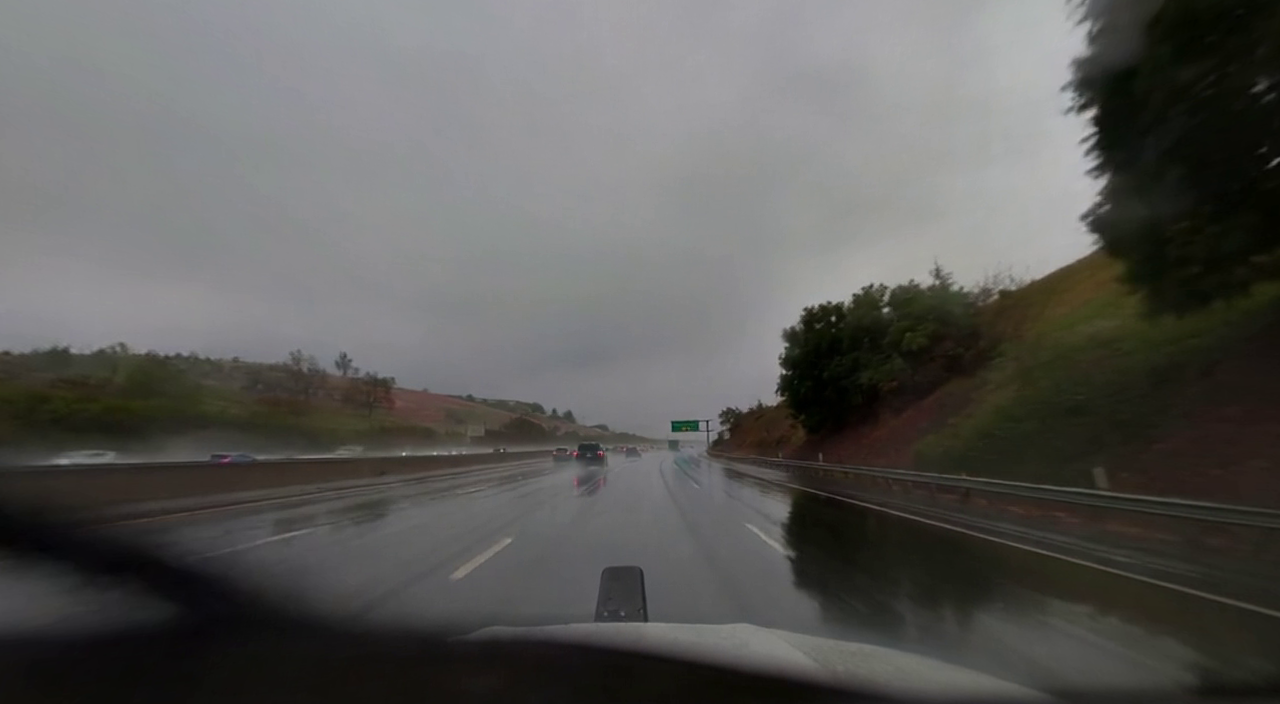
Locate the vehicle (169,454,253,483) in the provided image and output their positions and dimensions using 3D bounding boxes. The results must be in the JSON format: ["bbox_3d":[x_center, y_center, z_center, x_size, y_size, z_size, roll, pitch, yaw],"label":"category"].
[{"bbox_3d":[-27.190,7.387,40.032,2.016,1.671,4.537,-1,-9,2],"label":"vehicle"}]

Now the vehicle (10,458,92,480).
[{"bbox_3d":[-46.646,9.245,49.889,1.860,1.513,4.698,-1,-9,2],"label":"vehicle"}]

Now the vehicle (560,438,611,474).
[{"bbox_3d":[-3.107,6.072,36.880,2.413,1.896,5.218,-1,-9,1],"label":"vehicle"}]
